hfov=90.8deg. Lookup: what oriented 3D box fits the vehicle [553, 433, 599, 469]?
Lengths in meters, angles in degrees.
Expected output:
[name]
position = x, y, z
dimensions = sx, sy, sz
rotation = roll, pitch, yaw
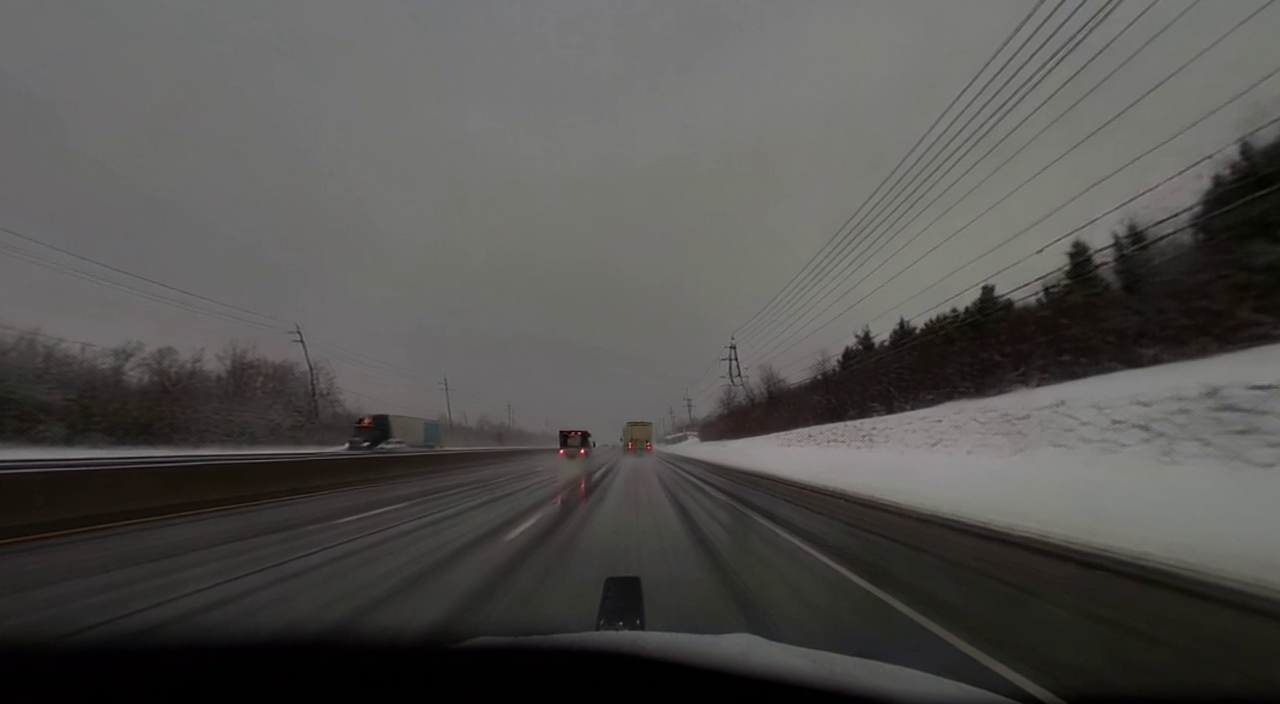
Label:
[vehicle]
position = -3.726, 5.891, 37.642
dimensions = 2.207, 1.949, 4.911
rotation = 0, -9, 1
